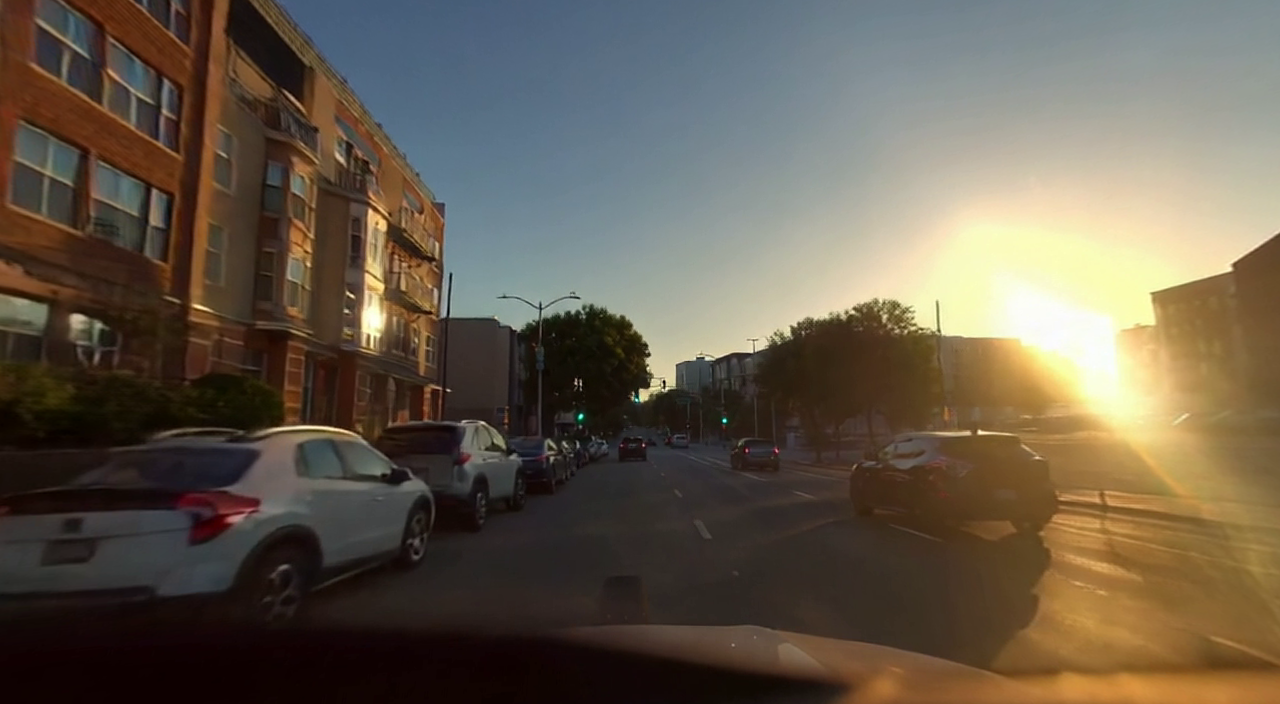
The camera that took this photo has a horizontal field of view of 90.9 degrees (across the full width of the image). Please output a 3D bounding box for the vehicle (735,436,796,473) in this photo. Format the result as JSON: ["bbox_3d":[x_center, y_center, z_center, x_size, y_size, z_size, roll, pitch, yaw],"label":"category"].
[{"bbox_3d":[5.274,4.369,26.943,1.799,1.463,3.464,0,-8,-2],"label":"vehicle"}]

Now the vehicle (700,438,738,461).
[{"bbox_3d":[5.272,6.580,42.558,1.917,1.467,4.452,0,-8,-1],"label":"vehicle"}]

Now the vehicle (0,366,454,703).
[{"bbox_3d":[-3.227,1.238,5.239,1.951,1.671,4.615,0,-8,0],"label":"vehicle"}]

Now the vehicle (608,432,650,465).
[{"bbox_3d":[-0.584,5.212,34.108,2.122,1.689,3.885,0,-8,0],"label":"vehicle"}]

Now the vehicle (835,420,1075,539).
[{"bbox_3d":[4.957,2.050,10.745,1.891,1.599,4.173,0,-8,0],"label":"vehicle"}]

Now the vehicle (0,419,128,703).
[{"bbox_3d":[-3.088,0.675,0.229,1.957,1.435,4.662,0,-8,-1],"label":"vehicle"}]
